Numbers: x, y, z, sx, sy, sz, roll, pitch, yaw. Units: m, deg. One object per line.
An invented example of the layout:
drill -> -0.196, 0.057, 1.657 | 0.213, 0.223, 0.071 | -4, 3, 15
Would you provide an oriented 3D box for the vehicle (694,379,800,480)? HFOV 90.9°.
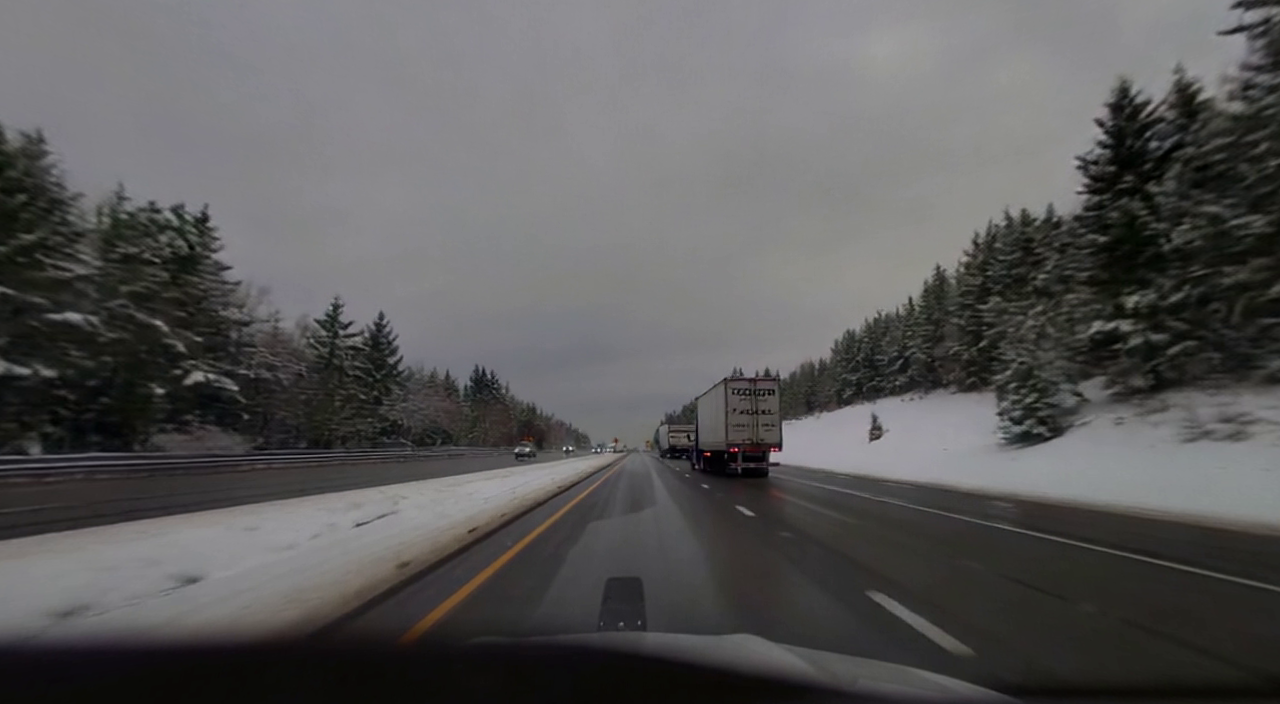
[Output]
vehicle -> 4.945, 4.216, 32.749 | 2.929, 4.093, 14.258 | 0, -9, 0
